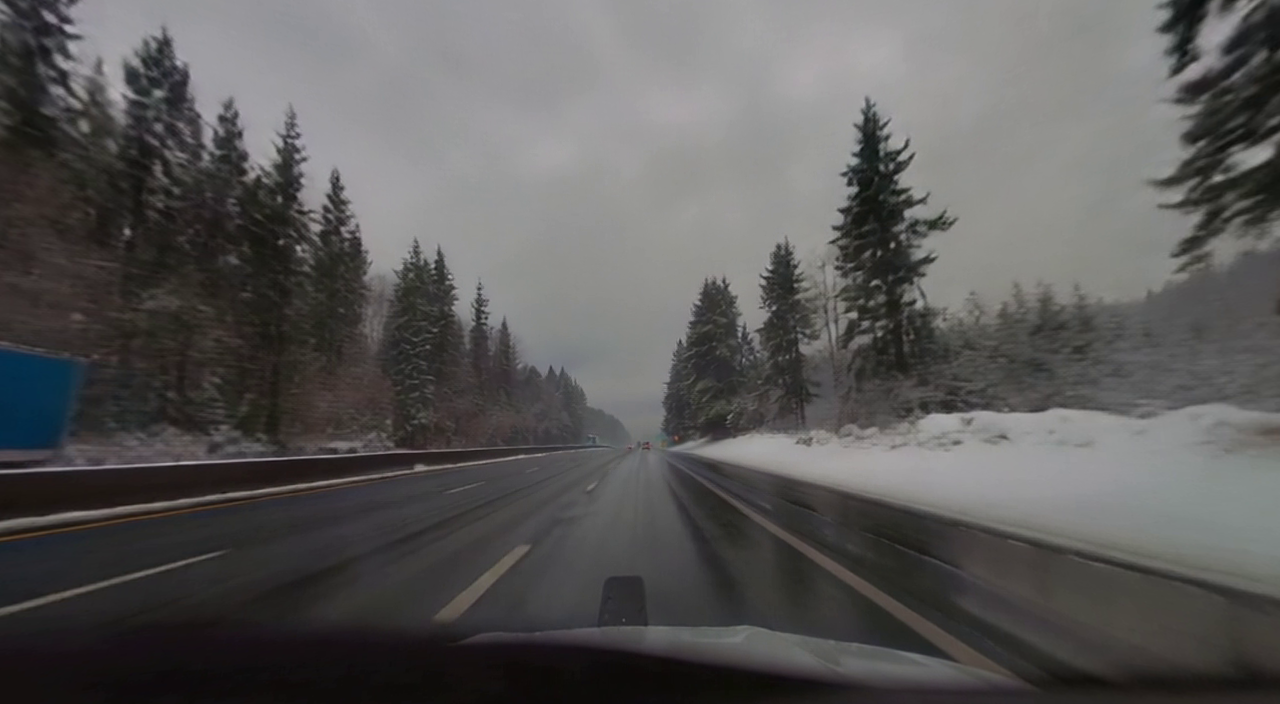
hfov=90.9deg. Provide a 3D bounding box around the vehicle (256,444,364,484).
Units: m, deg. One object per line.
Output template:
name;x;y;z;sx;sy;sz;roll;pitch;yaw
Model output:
vehicle;-13.179;4.449;25.510;2.009;1.454;4.294;0;-8;0
